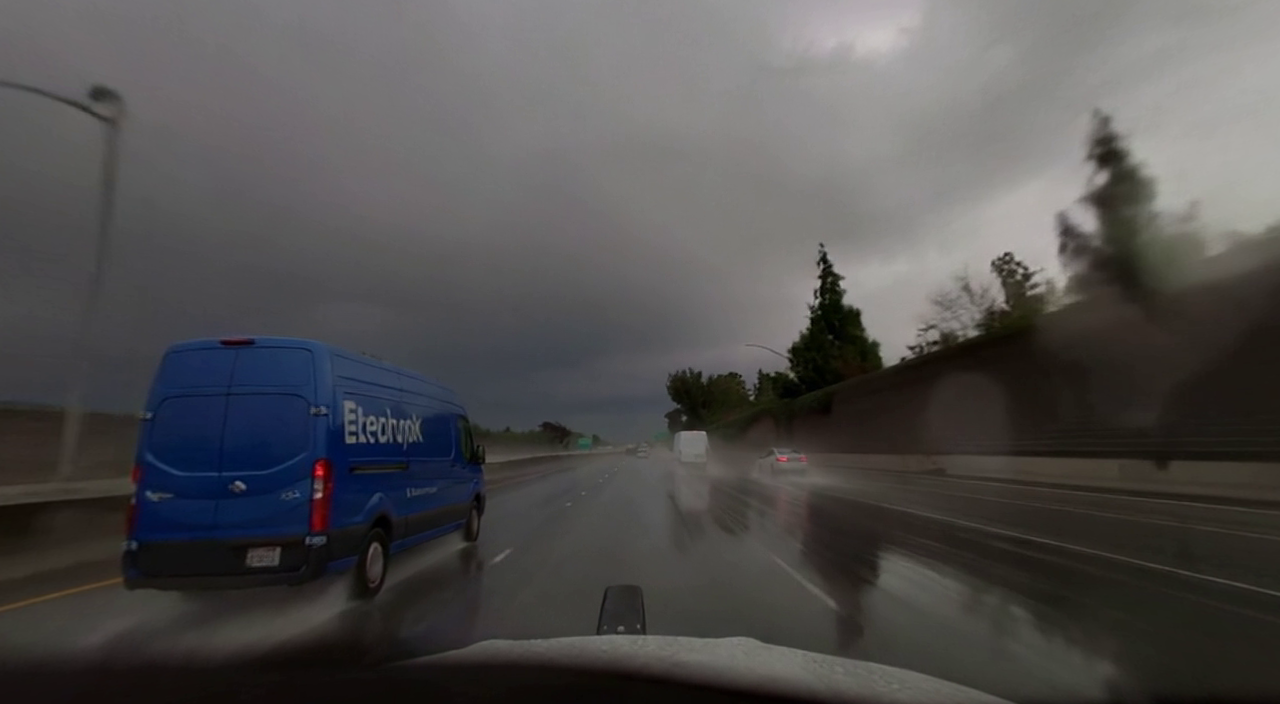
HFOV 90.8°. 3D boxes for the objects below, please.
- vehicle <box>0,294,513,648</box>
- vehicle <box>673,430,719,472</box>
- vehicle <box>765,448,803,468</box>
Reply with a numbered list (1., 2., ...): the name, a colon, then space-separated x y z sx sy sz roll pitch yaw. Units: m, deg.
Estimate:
1. vehicle: -3.435 1.304 7.688 2.409 2.523 6.275 0 -9 0
2. vehicle: 3.591 6.569 41.726 2.373 2.561 5.922 0 -9 -1
3. vehicle: 11.130 8.183 48.871 1.870 1.497 3.886 0 -9 -2
